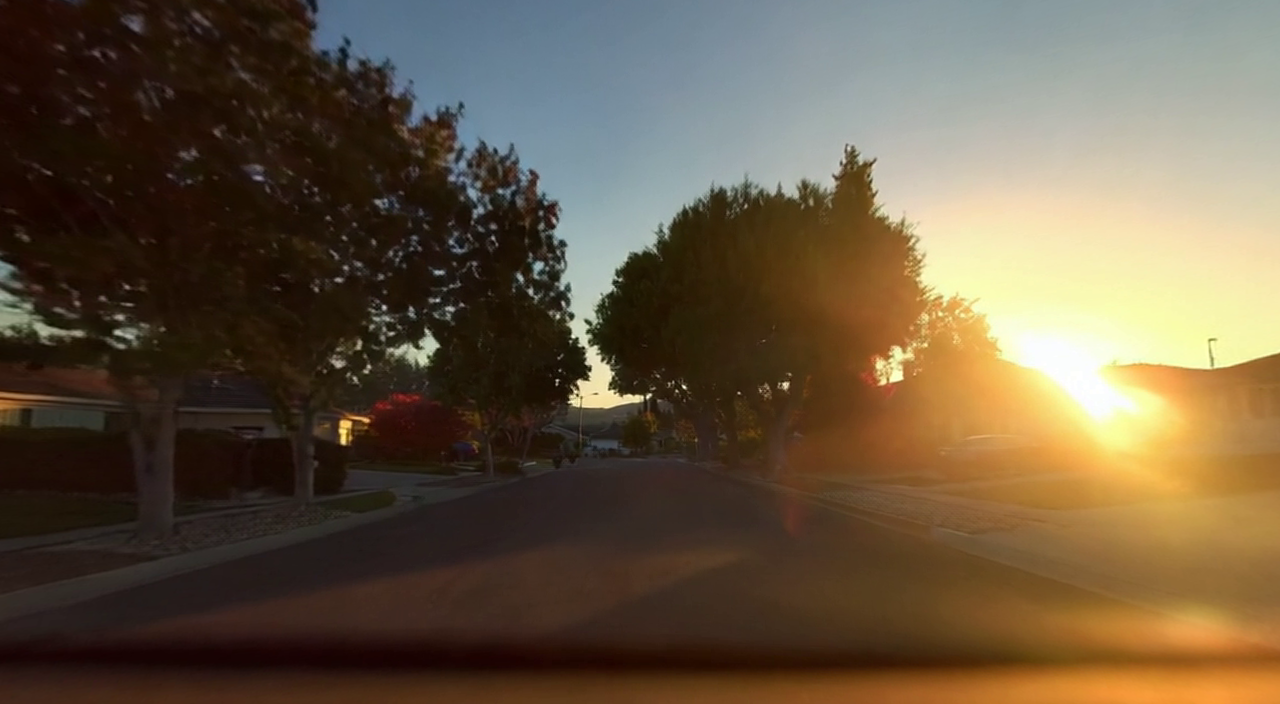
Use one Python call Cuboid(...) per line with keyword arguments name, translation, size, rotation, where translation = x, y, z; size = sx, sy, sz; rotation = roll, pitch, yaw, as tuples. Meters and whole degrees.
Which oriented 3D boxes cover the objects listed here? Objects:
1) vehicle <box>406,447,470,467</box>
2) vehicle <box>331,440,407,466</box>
Cuboid(name="vehicle", translation=(-15.843, 8.251, 49.680), size=(4.307, 1.508, 2.072), rotation=(0, -10, 1))
Cuboid(name="vehicle", translation=(-19.308, 7.248, 45.161), size=(4.359, 1.789, 2.123), rotation=(0, -10, 0))
